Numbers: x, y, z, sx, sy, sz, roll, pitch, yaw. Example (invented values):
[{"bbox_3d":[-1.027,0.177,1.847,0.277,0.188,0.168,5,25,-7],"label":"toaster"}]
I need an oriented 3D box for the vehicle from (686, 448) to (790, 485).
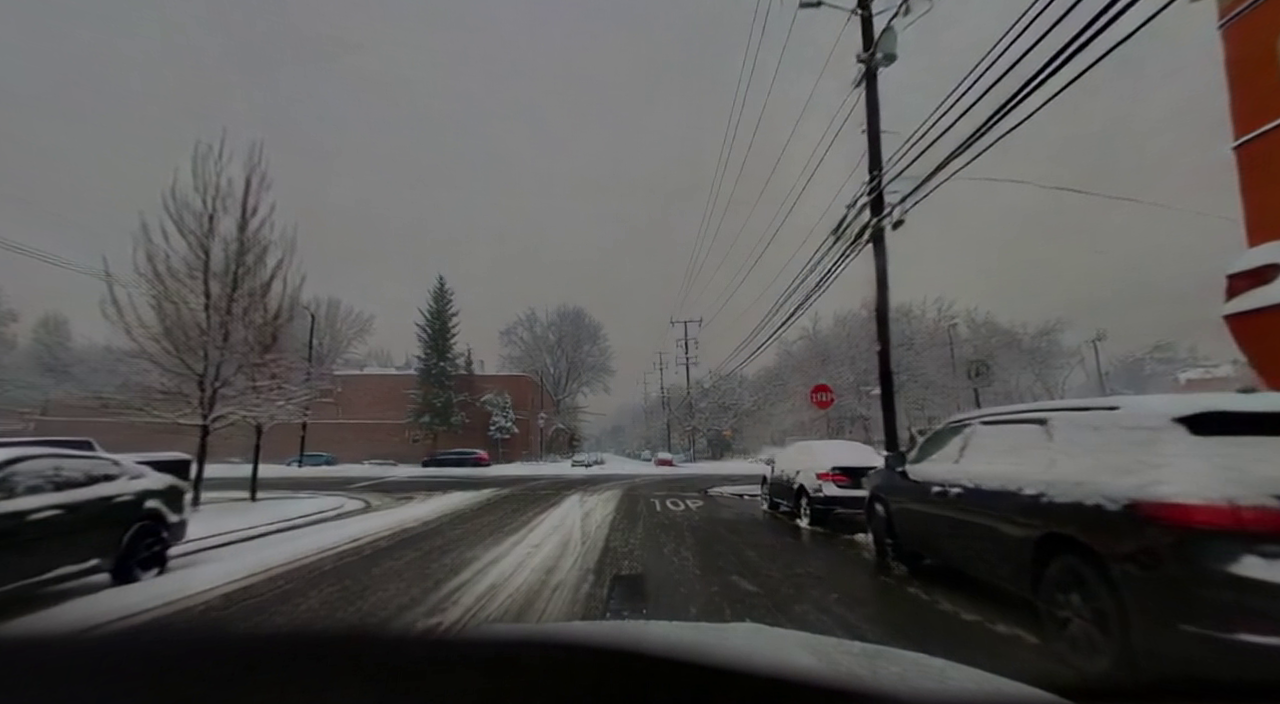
[{"bbox_3d":[4.378,4.964,27.685,4.645,1.464,2.033,8,-12,-42],"label":"vehicle"}]

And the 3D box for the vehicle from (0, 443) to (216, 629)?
[{"bbox_3d":[-6.084,1.589,5.758,1.820,1.482,3.737,0,-9,-1],"label":"vehicle"}]

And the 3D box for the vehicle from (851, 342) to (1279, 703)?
[{"bbox_3d":[3.706,1.223,5.161,2.178,1.856,4.756,2,-7,-3],"label":"vehicle"}]

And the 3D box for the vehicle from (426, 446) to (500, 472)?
[{"bbox_3d":[-12.637,7.670,45.189,4.689,1.803,1.958,0,-9,-2],"label":"vehicle"}]
